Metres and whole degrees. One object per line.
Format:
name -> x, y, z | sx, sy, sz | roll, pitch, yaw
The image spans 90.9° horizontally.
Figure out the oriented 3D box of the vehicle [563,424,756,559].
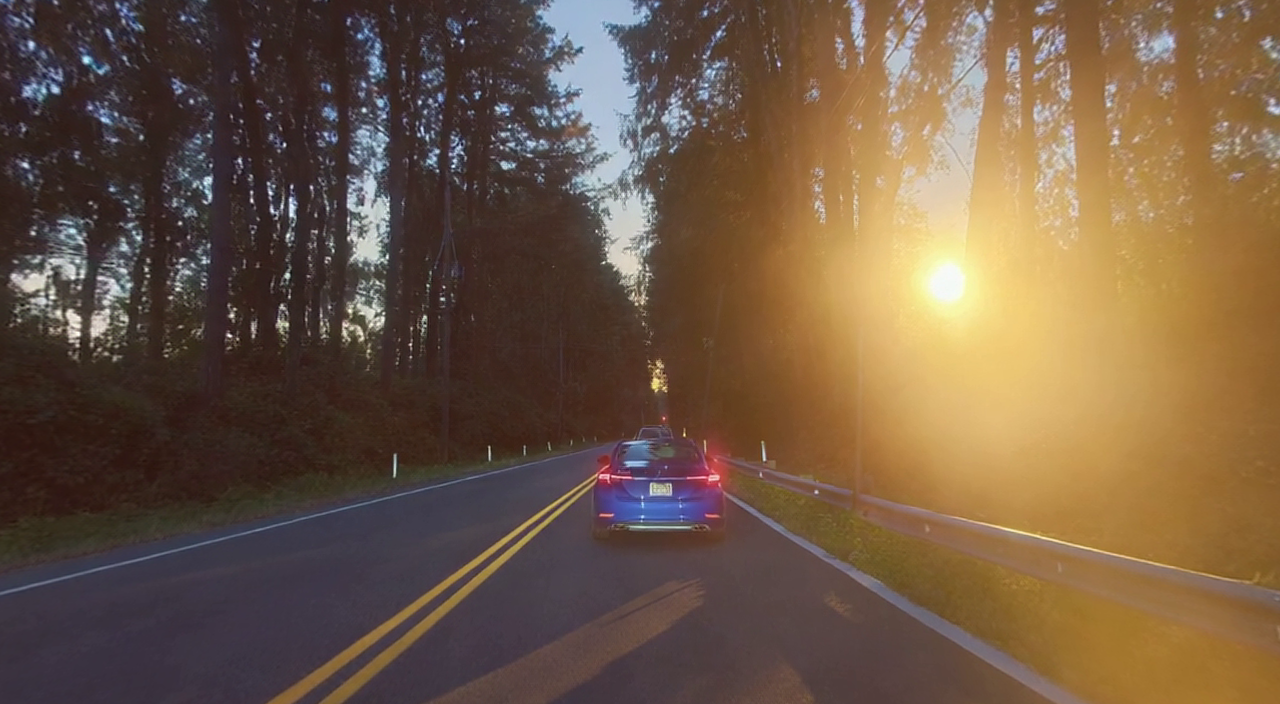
vehicle -> 0.249, 1.873, 9.121 | 2.187, 1.533, 3.726 | 0, -8, 1
